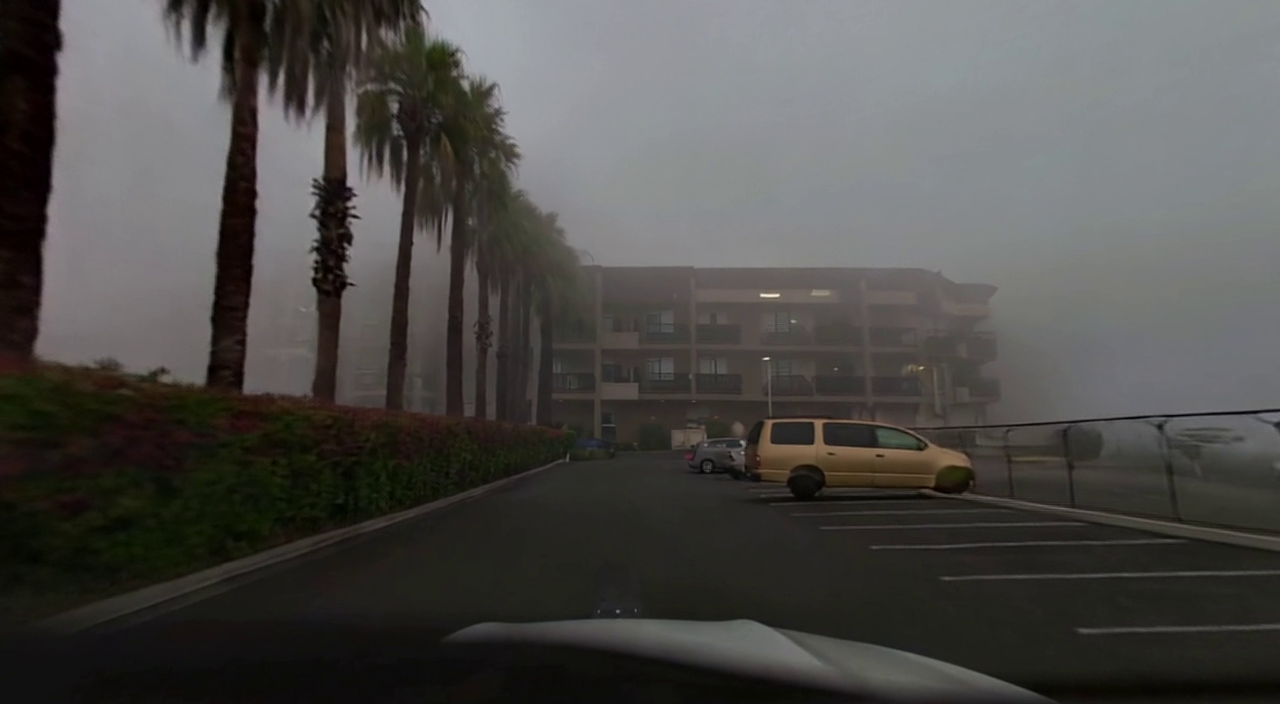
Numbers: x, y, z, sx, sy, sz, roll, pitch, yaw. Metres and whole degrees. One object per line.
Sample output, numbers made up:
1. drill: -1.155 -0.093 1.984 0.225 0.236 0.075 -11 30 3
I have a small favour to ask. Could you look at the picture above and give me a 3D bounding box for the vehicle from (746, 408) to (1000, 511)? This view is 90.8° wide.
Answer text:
1. vehicle: 4.718 2.235 13.314 4.609 1.734 1.909 3 -8 0
